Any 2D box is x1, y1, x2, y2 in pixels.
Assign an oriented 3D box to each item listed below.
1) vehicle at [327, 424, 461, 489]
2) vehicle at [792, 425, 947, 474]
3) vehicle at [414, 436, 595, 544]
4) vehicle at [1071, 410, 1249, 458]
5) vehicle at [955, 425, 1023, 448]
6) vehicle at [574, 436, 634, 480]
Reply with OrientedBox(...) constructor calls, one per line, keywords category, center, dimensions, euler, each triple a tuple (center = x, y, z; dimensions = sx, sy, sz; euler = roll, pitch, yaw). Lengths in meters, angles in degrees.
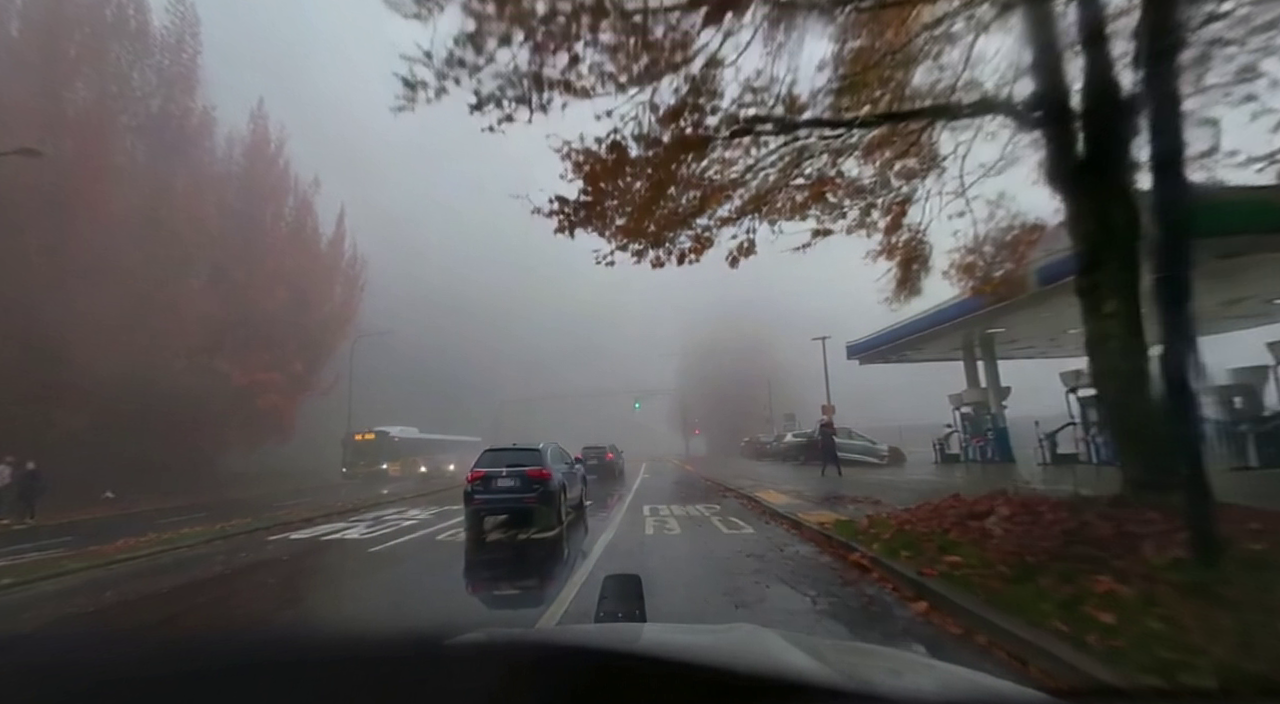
OrientedBox(category="vehicle", center=(-14.048, 6.185, 37.436), dimensions=(3.189, 3.205, 11.526), euler=(0, -9, 1))
OrientedBox(category="vehicle", center=(8.374, 3.606, 23.277), dimensions=(4.894, 1.451, 2.089), euler=(-3, -8, 2))
OrientedBox(category="vehicle", center=(-2.078, 2.292, 10.991), dimensions=(2.092, 1.507, 4.078), euler=(-1, -9, 3))
OrientedBox(category="vehicle", center=(17.294, 2.769, 21.032), dimensions=(4.064, 1.507, 2.078), euler=(0, -9, 2))
OrientedBox(category="vehicle", center=(25.381, 6.172, 45.643), dimensions=(3.847, 1.490, 1.883), euler=(-1, -8, -6))
OrientedBox(category="vehicle", center=(-1.482, 4.633, 27.574), dimensions=(2.365, 1.751, 3.904), euler=(0, -9, 1))
